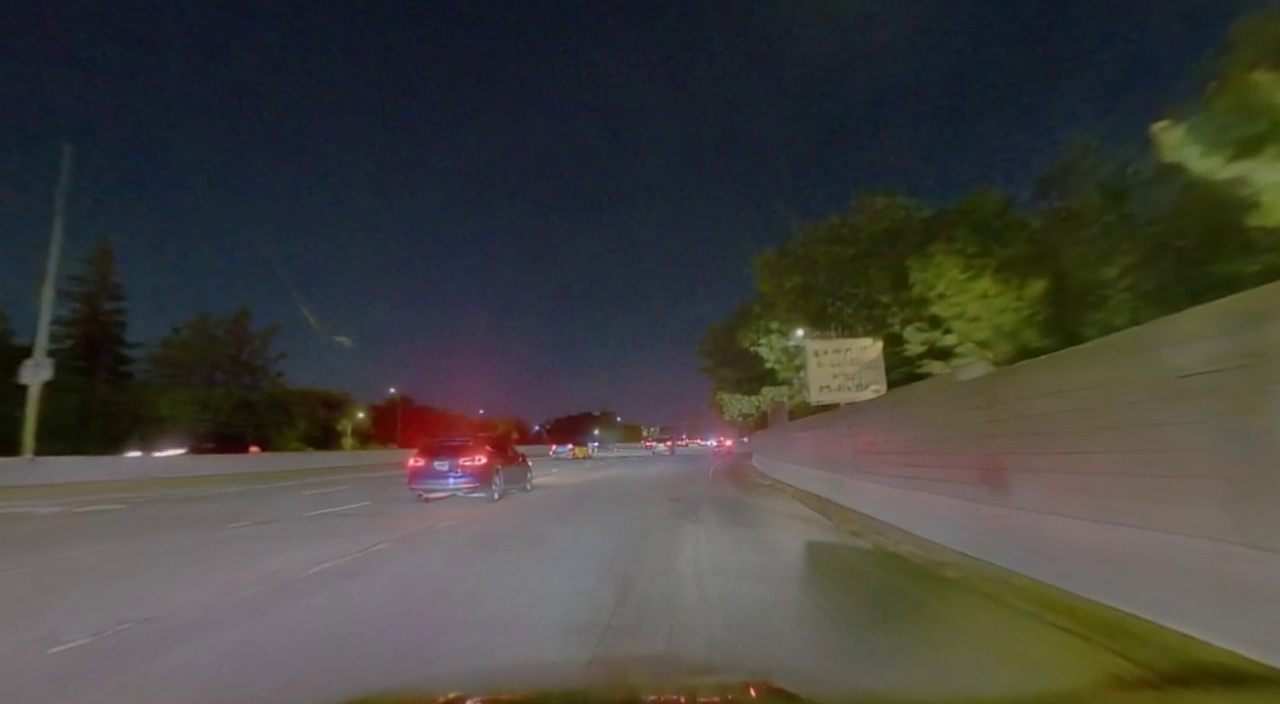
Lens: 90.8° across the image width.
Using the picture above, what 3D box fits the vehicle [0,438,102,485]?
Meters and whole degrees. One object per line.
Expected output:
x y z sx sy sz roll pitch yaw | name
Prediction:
-21.632 3.738 21.803 1.833 1.507 4.465 0 -9 8 | vehicle

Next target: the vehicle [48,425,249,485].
-15.145 3.223 19.925 2.109 1.607 4.759 0 -9 8 | vehicle

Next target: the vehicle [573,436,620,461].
-2.692 6.082 39.816 1.860 1.442 4.332 0 -9 11 | vehicle

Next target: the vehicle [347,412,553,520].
-3.326 2.134 12.290 2.082 1.638 4.644 0 -9 7 | vehicle
